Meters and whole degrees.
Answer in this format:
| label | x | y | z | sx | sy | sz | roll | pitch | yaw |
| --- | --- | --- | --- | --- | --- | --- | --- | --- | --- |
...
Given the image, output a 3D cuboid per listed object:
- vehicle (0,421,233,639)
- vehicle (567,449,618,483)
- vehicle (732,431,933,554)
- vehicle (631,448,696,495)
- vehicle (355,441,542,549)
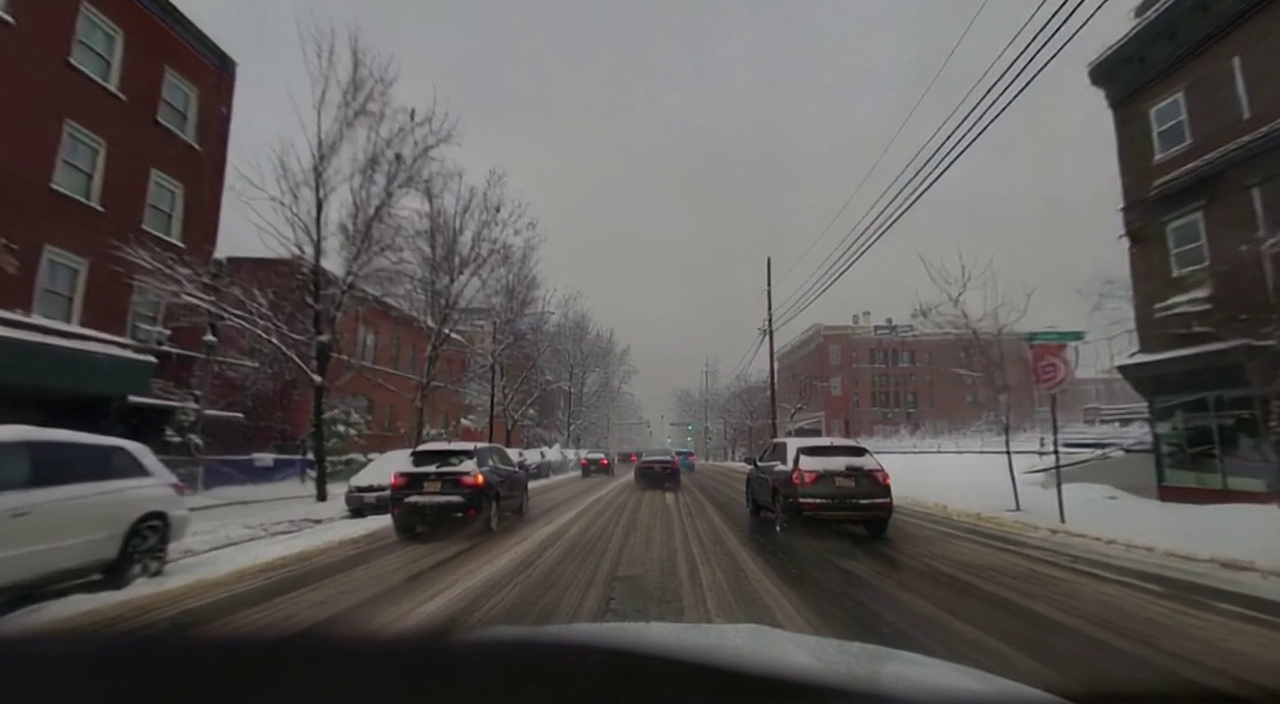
| label | x | y | z | sx | sy | sz | roll | pitch | yaw |
| --- | --- | --- | --- | --- | --- | --- | --- | --- | --- |
| vehicle | -6.131 | 1.487 | 5.491 | 2.093 | 1.724 | 4.333 | -1 | -8 | 3 |
| vehicle | -2.283 | 5.666 | 31.749 | 2.019 | 1.507 | 4.643 | -1 | -8 | 3 |
| vehicle | 3.057 | 2.311 | 11.185 | 2.094 | 1.709 | 4.394 | 0 | -8 | -1 |
| vehicle | 0.826 | 4.260 | 22.932 | 2.139 | 1.466 | 4.373 | 0 | -8 | 1 |
| vehicle | -3.221 | 2.457 | 11.617 | 2.085 | 1.619 | 3.976 | 0 | -8 | 2 |
